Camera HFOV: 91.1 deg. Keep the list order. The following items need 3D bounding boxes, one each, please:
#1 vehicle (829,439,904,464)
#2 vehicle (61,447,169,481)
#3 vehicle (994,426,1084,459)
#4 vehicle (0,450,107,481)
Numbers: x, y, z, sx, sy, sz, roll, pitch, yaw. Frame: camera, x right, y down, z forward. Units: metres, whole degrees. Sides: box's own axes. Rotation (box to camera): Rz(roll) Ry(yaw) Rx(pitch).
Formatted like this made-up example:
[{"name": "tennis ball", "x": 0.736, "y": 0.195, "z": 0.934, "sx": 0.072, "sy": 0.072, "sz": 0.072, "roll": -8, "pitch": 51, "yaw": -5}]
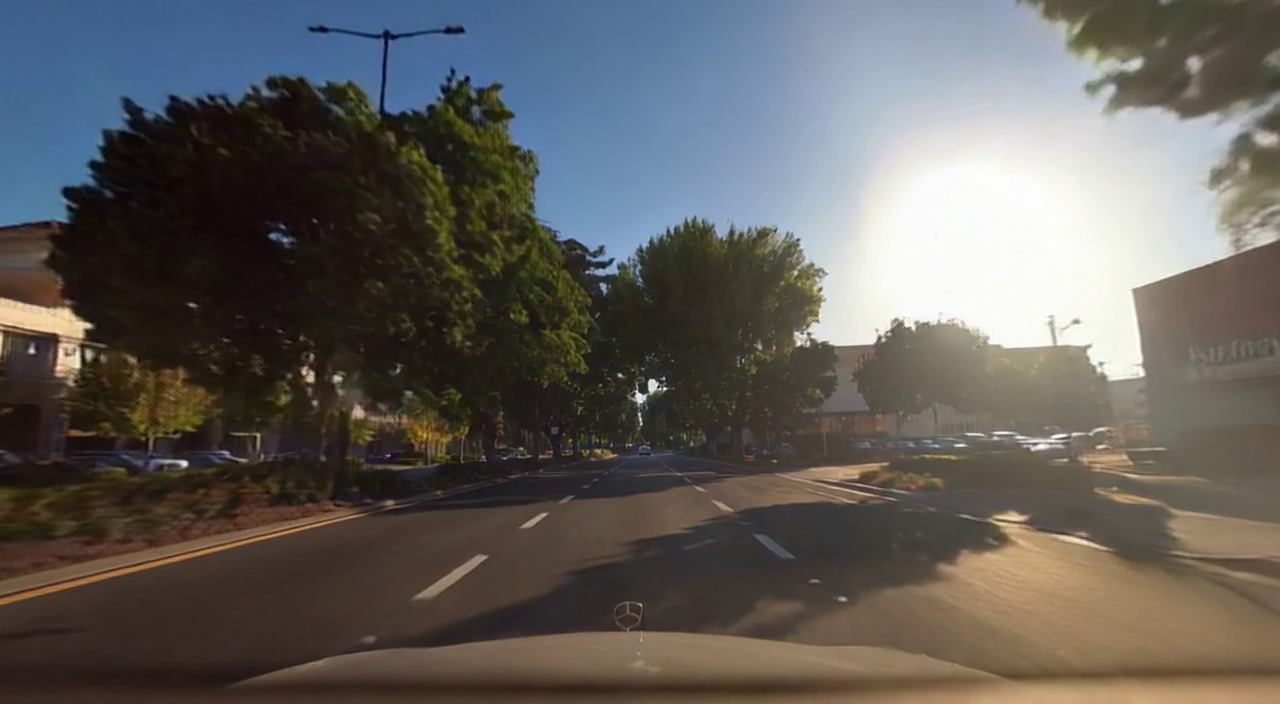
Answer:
[{"name": "vehicle", "x": 17.043, "y": 7.496, "z": 47.326, "sx": 4.720, "sy": 1.769, "sz": 2.229, "roll": 0, "pitch": -9, "yaw": -3}, {"name": "vehicle", "x": -35.909, "y": 7.658, "z": 43.210, "sx": 2.471, "sy": 2.129, "sz": 5.492, "roll": -1, "pitch": -9, "yaw": 3}, {"name": "vehicle", "x": 26.949, "y": 6.174, "z": 42.472, "sx": 4.569, "sy": 1.929, "sz": 2.084, "roll": -2, "pitch": -10, "yaw": -3}, {"name": "vehicle", "x": -40.603, "y": 7.808, "z": 43.506, "sx": 2.266, "sy": 1.915, "sz": 5.560, "roll": -1, "pitch": -8, "yaw": 3}]
